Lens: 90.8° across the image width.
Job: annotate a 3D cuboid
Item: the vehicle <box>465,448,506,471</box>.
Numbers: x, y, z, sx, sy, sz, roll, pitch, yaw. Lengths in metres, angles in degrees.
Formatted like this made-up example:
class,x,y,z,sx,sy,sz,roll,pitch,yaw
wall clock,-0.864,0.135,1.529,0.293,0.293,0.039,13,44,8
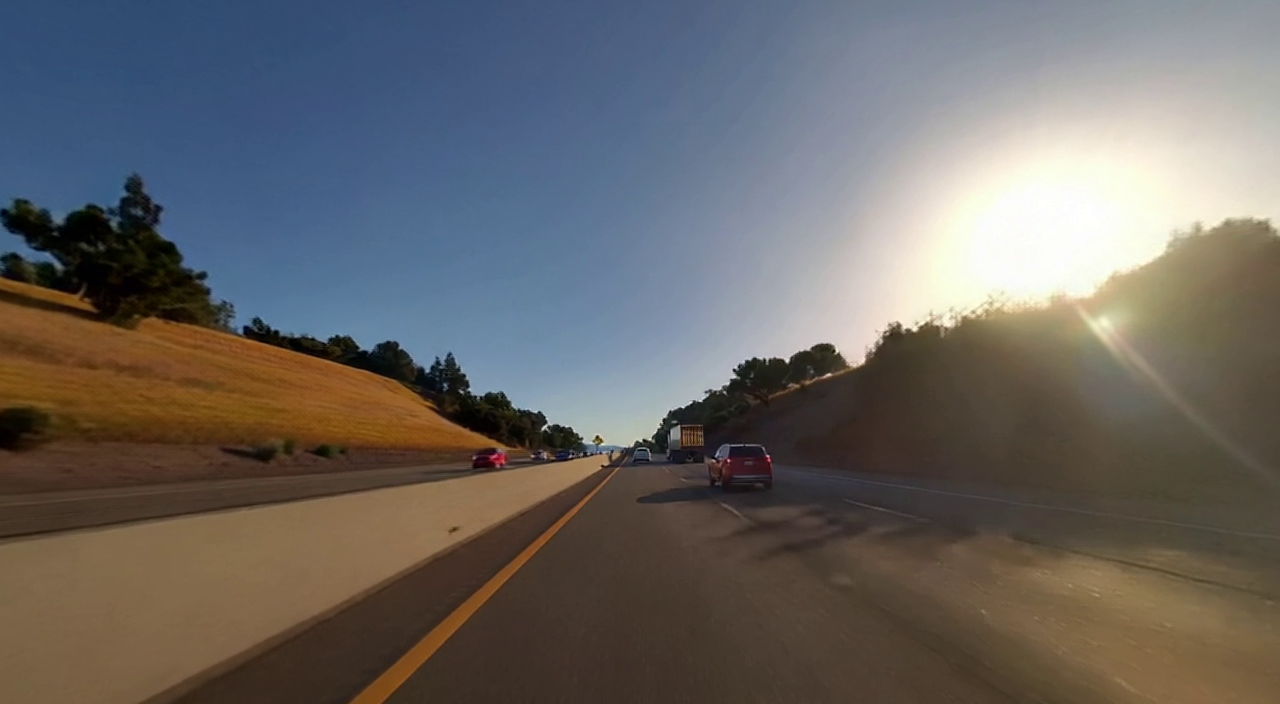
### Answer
class,x,y,z,sx,sy,sz,roll,pitch,yaw
vehicle,-11.668,8.152,47.925,1.961,1.615,4.473,0,-9,1

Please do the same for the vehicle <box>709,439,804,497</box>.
class,x,y,z,sx,sy,sz,roll,pitch,yaw
vehicle,3.659,3.749,20.704,2.130,1.658,4.537,0,-9,-2
